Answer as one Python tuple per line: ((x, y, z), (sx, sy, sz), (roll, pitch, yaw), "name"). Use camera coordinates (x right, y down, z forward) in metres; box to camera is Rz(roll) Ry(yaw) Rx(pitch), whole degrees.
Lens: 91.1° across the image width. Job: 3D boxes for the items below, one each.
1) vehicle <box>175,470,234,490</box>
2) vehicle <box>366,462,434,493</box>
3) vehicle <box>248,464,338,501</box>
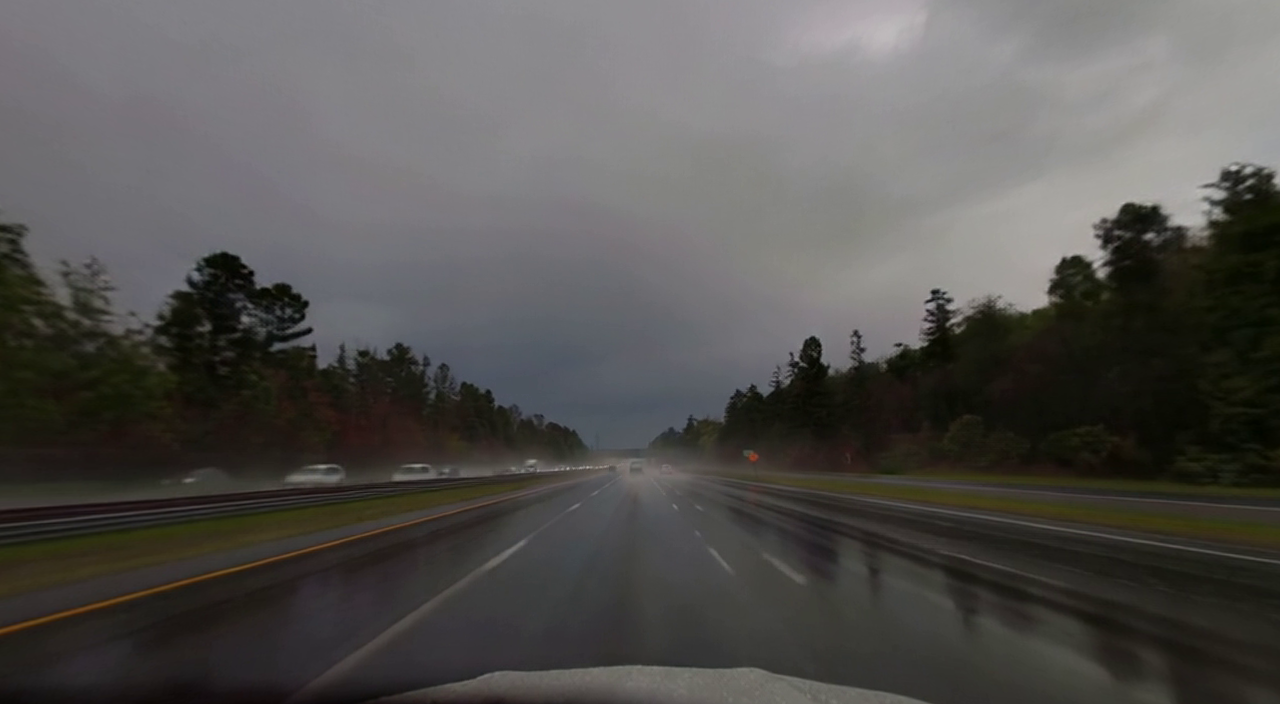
((-33.987, 9.972, 49.153), (1.873, 1.469, 3.833), (1, -10, -1), "vehicle")
((-12.453, 6.538, 32.900), (1.905, 1.475, 4.133), (1, -10, 0), "vehicle")
((-16.568, 6.233, 30.265), (1.826, 1.568, 4.309), (1, -10, 1), "vehicle")
